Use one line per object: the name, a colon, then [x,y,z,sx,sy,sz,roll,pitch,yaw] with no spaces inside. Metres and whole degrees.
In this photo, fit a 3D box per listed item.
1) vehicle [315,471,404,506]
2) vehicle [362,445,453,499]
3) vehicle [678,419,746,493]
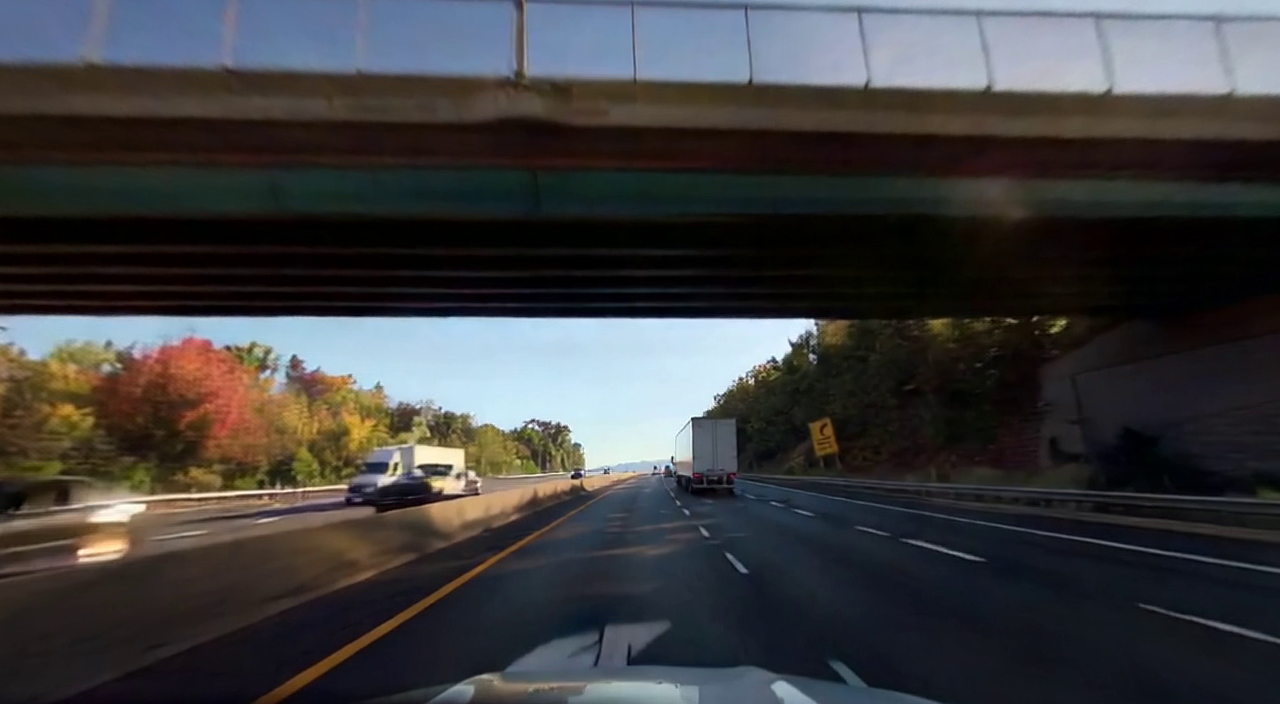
vehicle: [-13.095,6.378,29.788,2.019,1.441,4.718,1,-10,1]
vehicle: [-13.065,6.863,36.071,2.621,2.742,6.186,0,-11,1]
vehicle: [4.299,6.777,40.400,3.054,4.005,11.895,1,-10,0]
